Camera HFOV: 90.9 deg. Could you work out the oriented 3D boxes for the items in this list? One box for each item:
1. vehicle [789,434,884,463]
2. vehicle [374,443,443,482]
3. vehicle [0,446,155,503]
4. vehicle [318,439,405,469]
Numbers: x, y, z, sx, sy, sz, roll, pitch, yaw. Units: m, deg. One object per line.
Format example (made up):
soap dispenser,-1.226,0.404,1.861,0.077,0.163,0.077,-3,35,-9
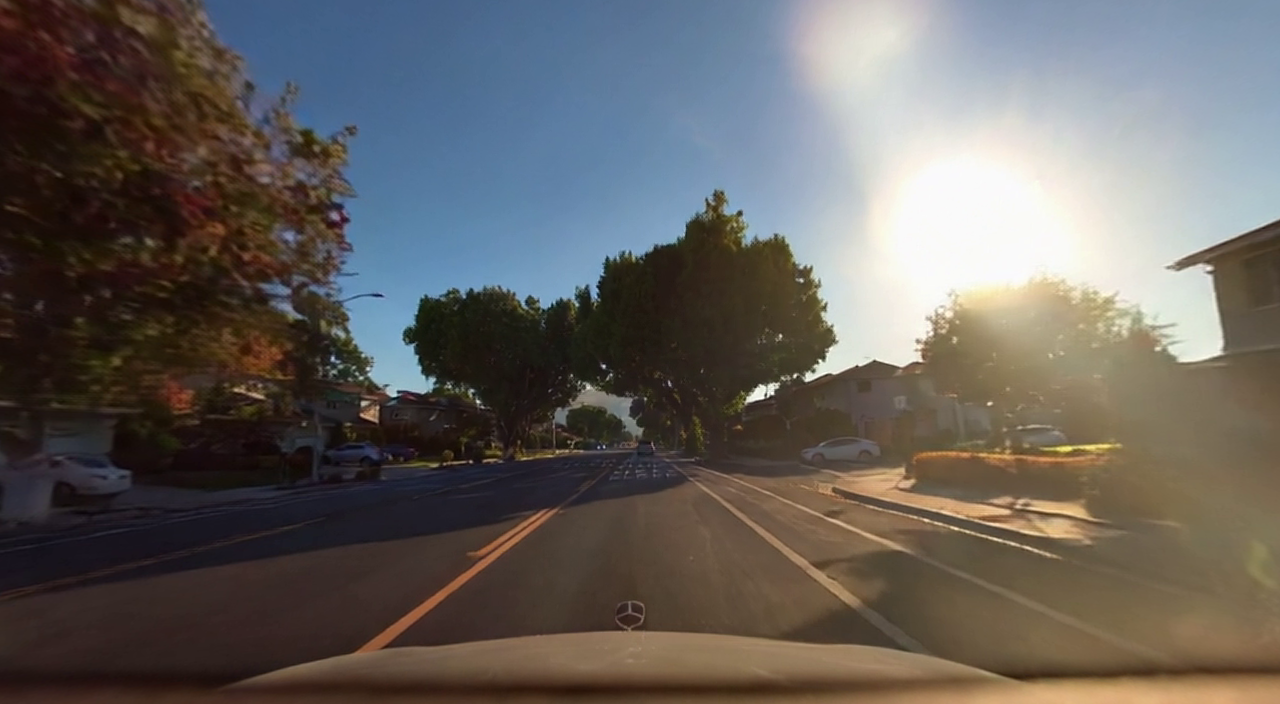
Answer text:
vehicle,10.989,5.444,35.630,4.818,1.525,2.163,-2,-8,9
vehicle,-12.442,5.938,34.174,1.965,1.653,4.488,-3,-6,1
vehicle,-18.236,3.733,19.436,4.717,1.605,2.074,0,-8,-3
vehicle,-19.597,7.179,44.551,4.969,1.995,2.462,0,-8,0
